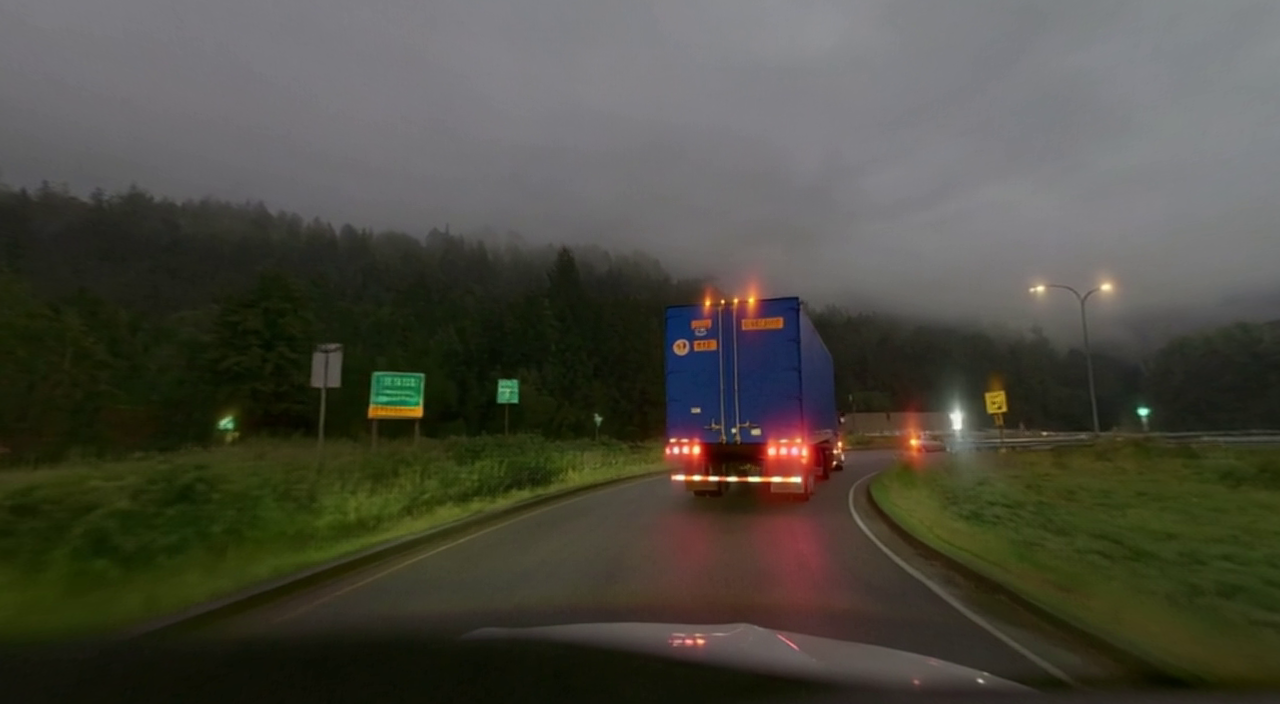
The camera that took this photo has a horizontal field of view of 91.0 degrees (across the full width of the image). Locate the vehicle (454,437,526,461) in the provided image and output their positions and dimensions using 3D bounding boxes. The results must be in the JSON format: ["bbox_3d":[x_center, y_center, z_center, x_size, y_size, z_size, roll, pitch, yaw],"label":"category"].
[{"bbox_3d":[-9.878,6.374,41.376,4.350,1.410,1.726,2,-9,-24],"label":"vehicle"}]

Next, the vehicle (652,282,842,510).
[{"bbox_3d":[3.100,1.334,14.916,2.937,3.647,9.344,-4,-8,18],"label":"vehicle"}]

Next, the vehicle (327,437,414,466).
[{"bbox_3d":[-16.258,6.009,38.023,4.578,1.573,1.806,4,-9,-31],"label":"vehicle"}]
